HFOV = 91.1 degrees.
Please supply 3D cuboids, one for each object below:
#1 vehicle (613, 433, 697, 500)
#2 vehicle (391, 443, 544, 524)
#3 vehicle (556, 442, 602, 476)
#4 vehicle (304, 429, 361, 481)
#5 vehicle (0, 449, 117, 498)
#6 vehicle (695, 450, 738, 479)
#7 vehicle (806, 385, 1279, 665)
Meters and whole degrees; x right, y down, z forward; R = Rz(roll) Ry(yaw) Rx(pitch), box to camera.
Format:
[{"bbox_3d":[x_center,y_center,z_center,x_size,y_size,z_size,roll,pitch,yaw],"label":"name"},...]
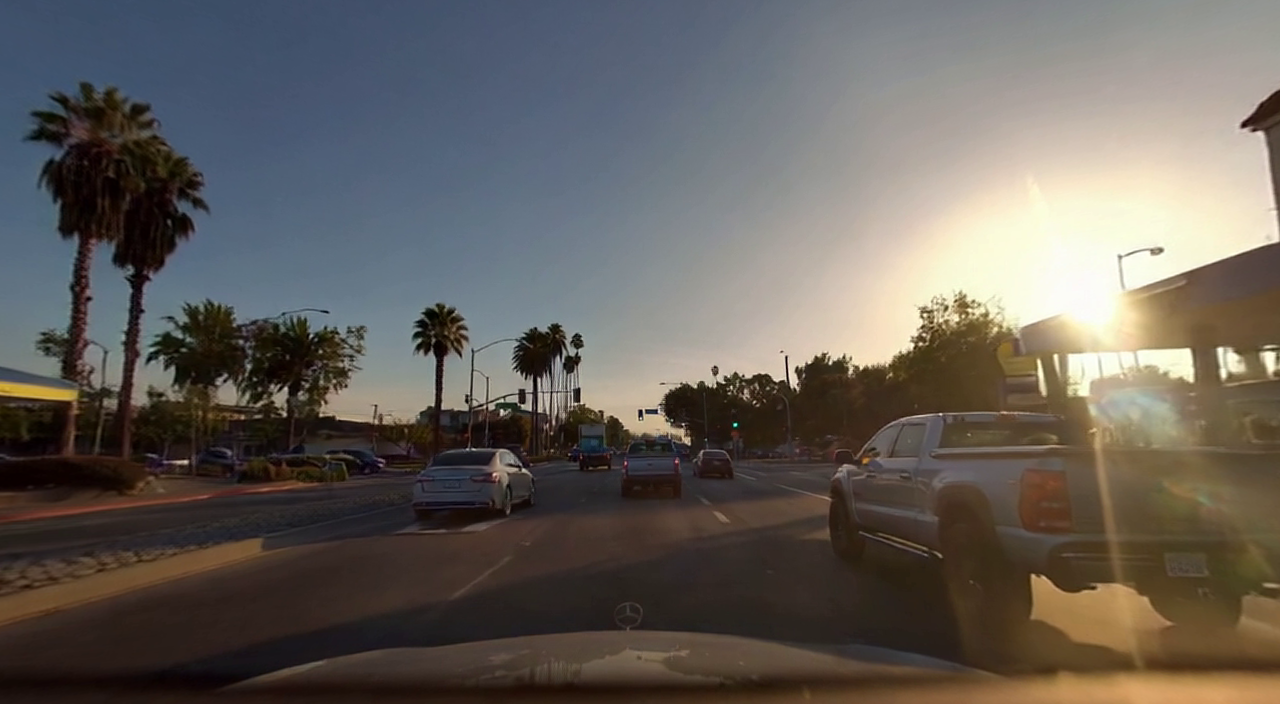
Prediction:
[{"bbox_3d":[0.433,3.588,20.139,2.295,1.835,5.471,0,-8,0],"label":"vehicle"},{"bbox_3d":[-3.591,2.812,14.136,1.983,1.502,4.720,0,-8,2],"label":"vehicle"},{"bbox_3d":[-3.420,6.100,36.090,2.071,1.811,4.605,0,-8,2],"label":"vehicle"},{"bbox_3d":[-18.228,6.039,37.116,2.109,2.870,3.441,7,-11,-39],"label":"vehicle"},{"bbox_3d":[-29.352,5.763,30.401,2.543,2.092,6.613,0,-8,-2],"label":"vehicle"},{"bbox_3d":[4.097,6.094,34.271,1.901,1.401,3.965,0,-8,1],"label":"vehicle"},{"bbox_3d":[3.649,1.537,6.955,2.120,1.828,5.531,0,-8,0],"label":"vehicle"}]
